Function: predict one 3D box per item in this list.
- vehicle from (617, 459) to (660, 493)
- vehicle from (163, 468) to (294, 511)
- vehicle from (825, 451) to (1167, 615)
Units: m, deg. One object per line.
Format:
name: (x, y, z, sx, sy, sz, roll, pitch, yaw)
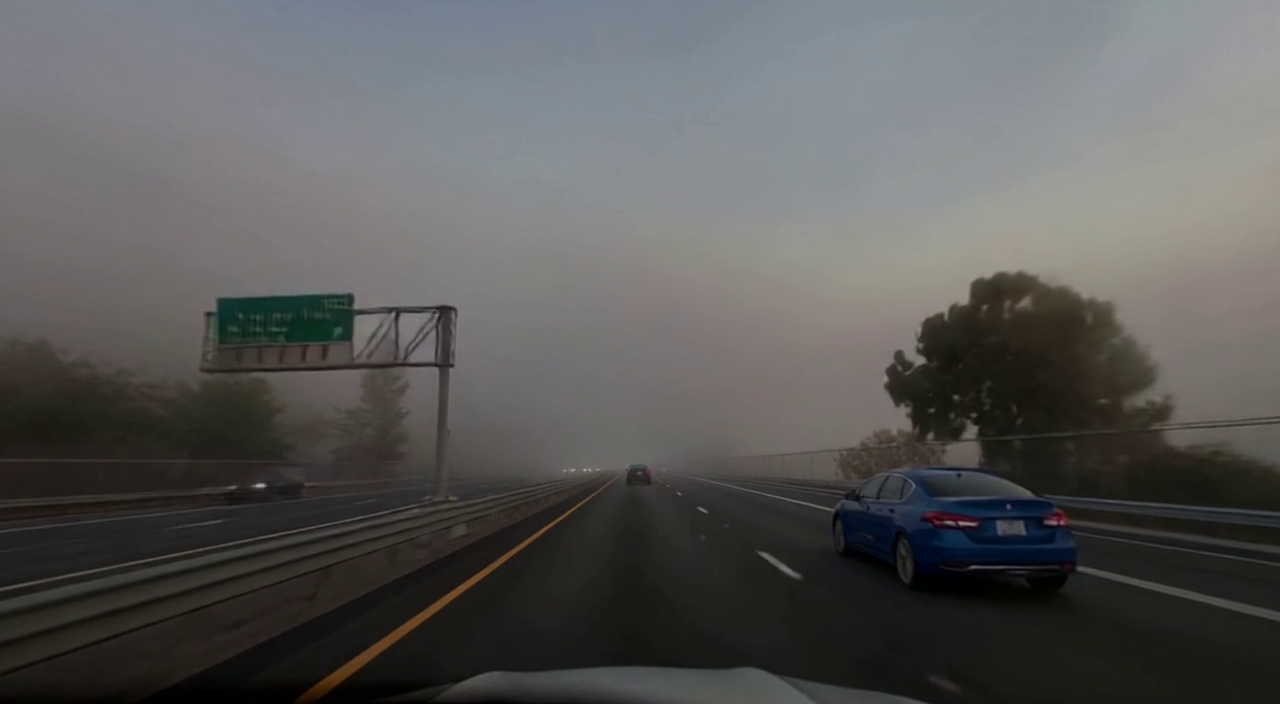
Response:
vehicle: (-0.063, 6.330, 32.227, 2.037, 1.605, 3.833, 1, -11, 0)
vehicle: (-15.301, 5.125, 23.773, 1.930, 1.436, 4.372, 1, -11, 1)
vehicle: (3.966, 2.091, 8.026, 1.938, 1.494, 4.032, 1, -11, -1)
